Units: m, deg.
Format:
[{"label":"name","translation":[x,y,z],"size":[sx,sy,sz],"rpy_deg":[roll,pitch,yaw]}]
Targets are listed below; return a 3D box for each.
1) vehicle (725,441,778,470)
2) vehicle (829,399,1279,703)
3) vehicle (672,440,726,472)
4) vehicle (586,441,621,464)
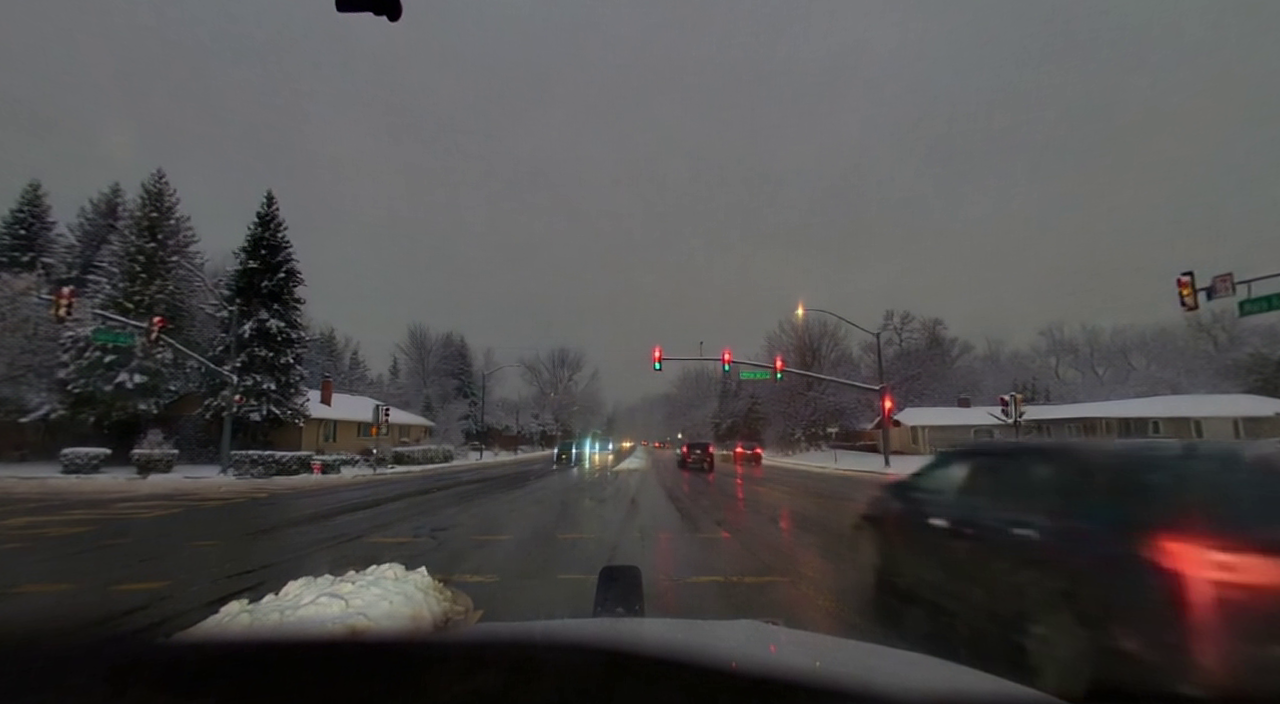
[{"label":"vehicle","translation":[6.180,5.801,35.597],"size":[2.074,1.530,4.565],"rpy_deg":[0,-9,-1]},{"label":"vehicle","translation":[3.043,1.235,4.493],"size":[1.947,1.467,4.455],"rpy_deg":[0,-9,-1]},{"label":"vehicle","translation":[2.887,5.223,31.986],"size":[2.142,1.506,4.948],"rpy_deg":[0,-9,-1]},{"label":"vehicle","translation":[-2.384,6.714,42.286],"size":[2.045,1.484,3.991],"rpy_deg":[0,-9,0]}]
